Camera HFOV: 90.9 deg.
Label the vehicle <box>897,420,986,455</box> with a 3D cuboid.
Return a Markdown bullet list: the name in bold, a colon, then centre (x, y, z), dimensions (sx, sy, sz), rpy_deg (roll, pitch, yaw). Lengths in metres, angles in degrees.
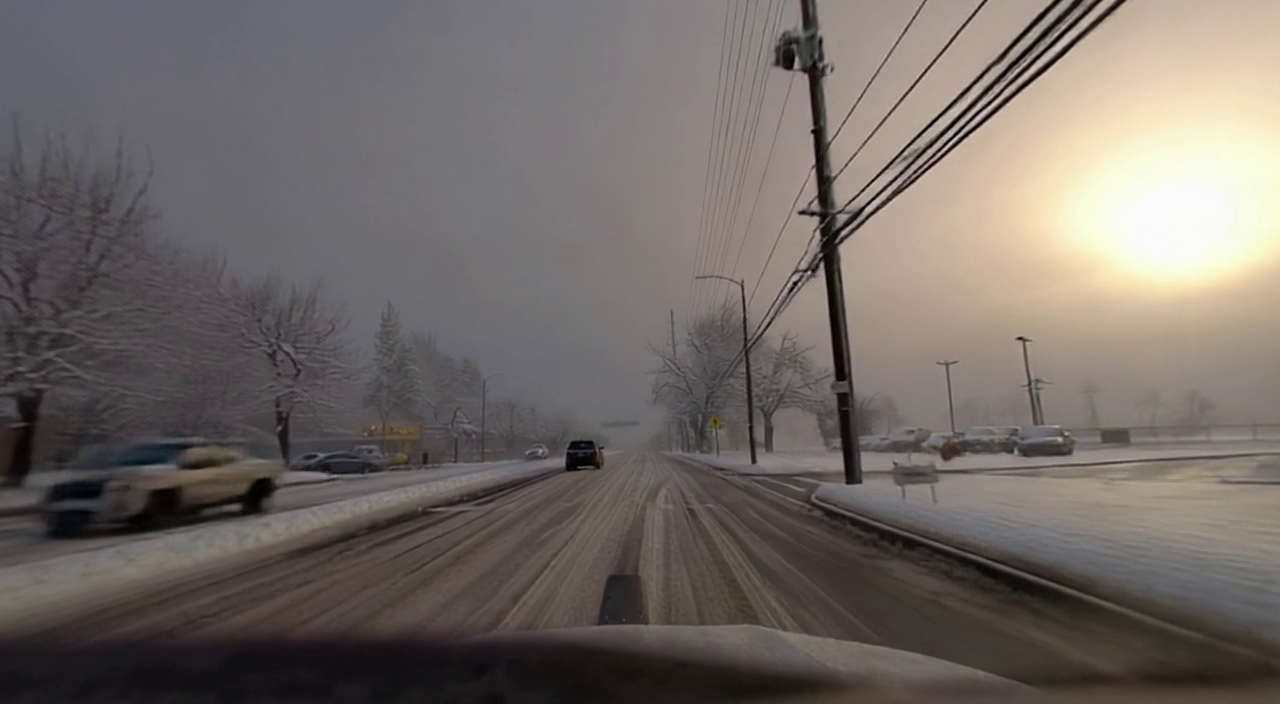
- **vehicle**: centre (18.178, 5.173, 38.332), dimensions (2.020, 1.972, 4.983), rpy_deg (2, -7, -16)

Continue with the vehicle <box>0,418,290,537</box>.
- **vehicle**: centre (-10.448, 2.581, 13.789), dimensions (2.437, 2.069, 5.159), rpy_deg (-1, -8, 3)

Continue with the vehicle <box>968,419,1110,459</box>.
- **vehicle**: centre (17.841, 3.910, 28.379), dimensions (4.943, 1.646, 2.072), rpy_deg (0, -8, -1)

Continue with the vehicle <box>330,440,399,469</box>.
- **vehicle**: centre (-21.296, 7.885, 48.651), dimensions (5.575, 2.142, 1.996), rpy_deg (-6, -9, 33)

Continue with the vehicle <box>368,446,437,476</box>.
- **vehicle**: centre (-13.696, 6.290, 36.638), dimensions (2.091, 1.538, 4.451), rpy_deg (-1, -8, 3)

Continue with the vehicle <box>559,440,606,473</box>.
- **vehicle**: centre (-2.903, 5.346, 32.539), dimensions (2.073, 1.525, 3.968), rpy_deg (0, -8, 0)
